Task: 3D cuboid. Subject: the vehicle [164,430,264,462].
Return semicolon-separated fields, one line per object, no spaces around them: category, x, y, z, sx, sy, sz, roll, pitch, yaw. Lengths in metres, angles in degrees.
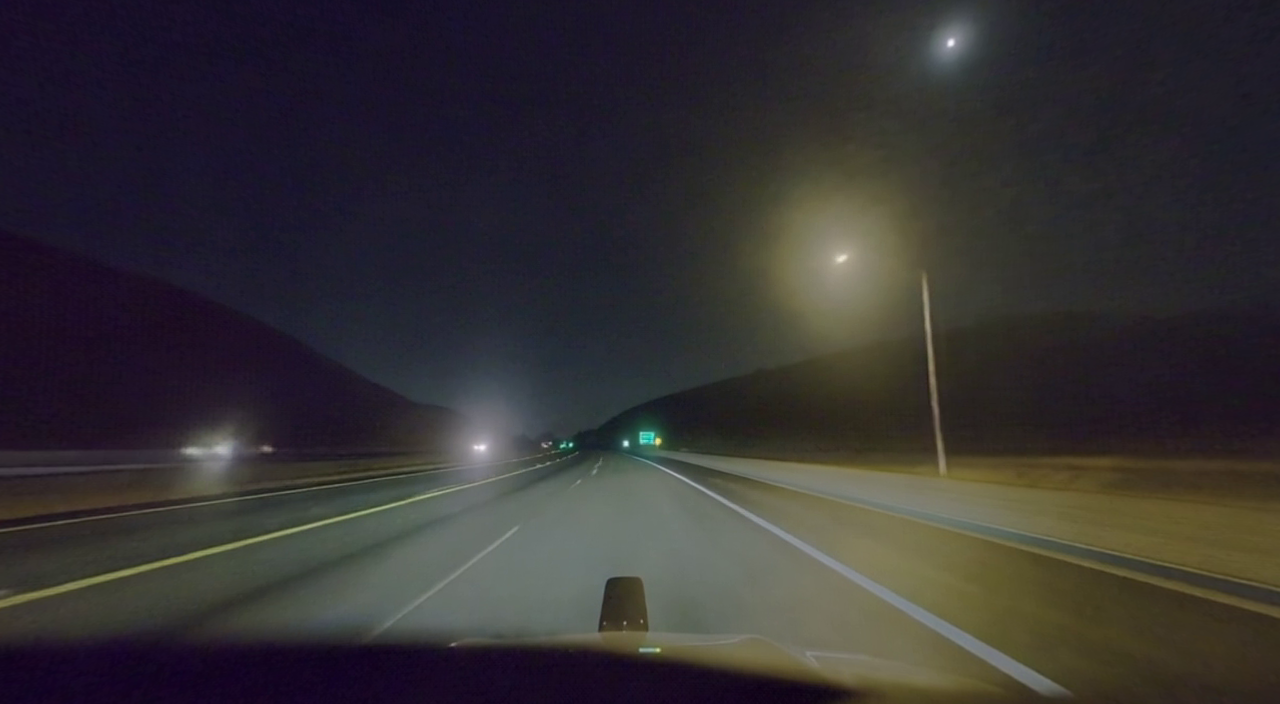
vehicle;-21.988;4.893;32.663;2.081;1.569;4.506;0;-9;-1
